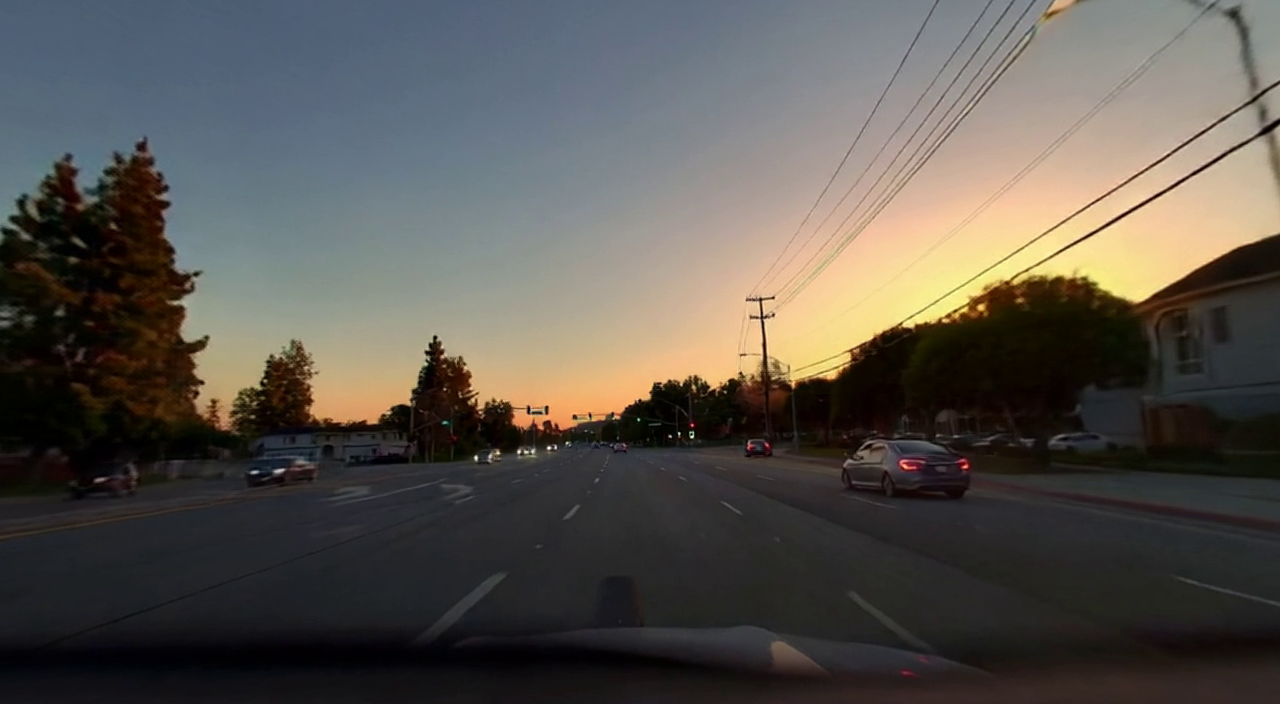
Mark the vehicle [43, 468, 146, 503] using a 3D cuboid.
[{"bbox_3d":[-27.988,6.823,32.637,1.781,1.475,4.335,1,-9,-6],"label":"vehicle"}]

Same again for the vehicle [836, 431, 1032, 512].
[{"bbox_3d":[6.380,2.644,14.497,2.113,1.520,4.650,0,-8,-2],"label":"vehicle"}]

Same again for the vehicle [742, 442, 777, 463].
[{"bbox_3d":[9.367,7.876,49.769,1.979,1.581,4.271,0,-8,1],"label":"vehicle"}]

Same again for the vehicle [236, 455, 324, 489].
[{"bbox_3d":[-17.402,5.768,30.782,1.886,1.446,4.265,0,-8,-2],"label":"vehicle"}]
